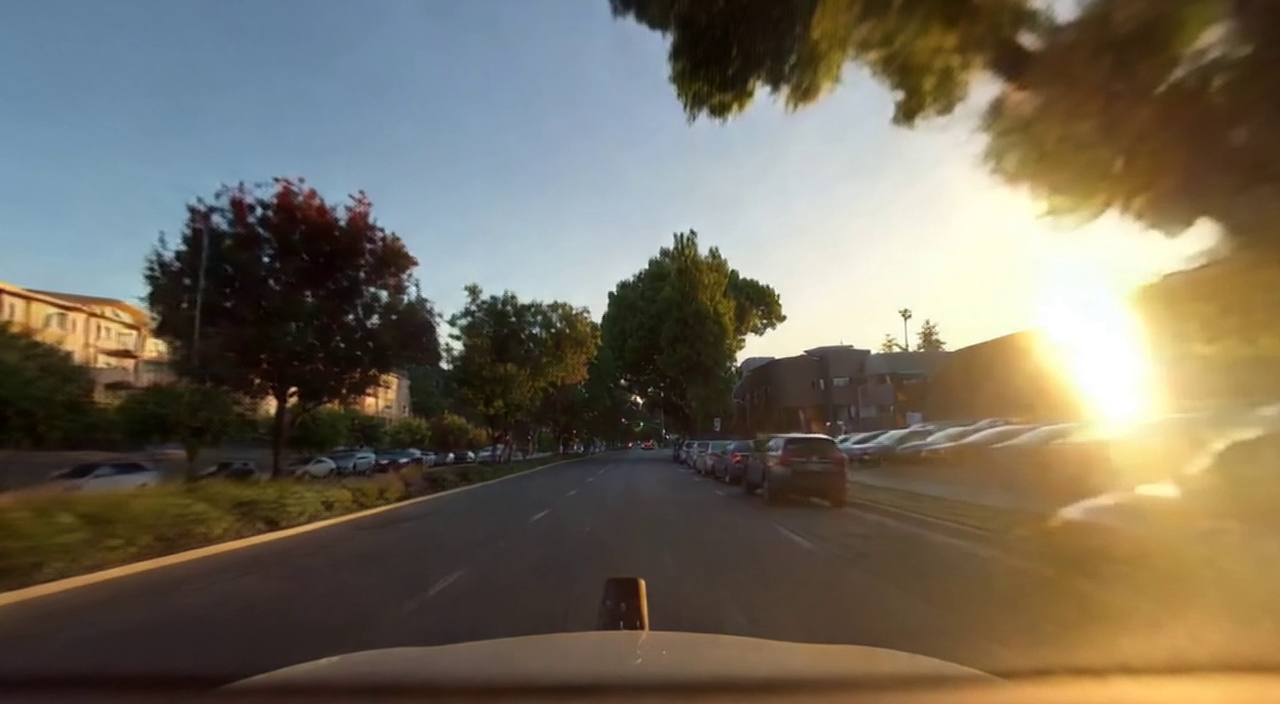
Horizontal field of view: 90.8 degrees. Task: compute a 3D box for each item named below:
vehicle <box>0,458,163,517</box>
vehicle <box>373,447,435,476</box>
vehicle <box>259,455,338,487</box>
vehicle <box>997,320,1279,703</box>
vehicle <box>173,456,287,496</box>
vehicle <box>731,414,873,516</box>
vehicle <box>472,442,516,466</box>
[{"bbox_3d":[-17.912,4.183,20.083,1.826,1.544,4.680,0,-8,0],"label":"vehicle"},{"bbox_3d":[-14.560,6.767,39.282,2.150,1.700,4.442,0,-8,0],"label":"vehicle"},{"bbox_3d":[-17.917,6.236,33.398,1.780,1.463,4.573,0,-8,-2],"label":"vehicle"},{"bbox_3d":[3.561,0.669,1.925,2.012,1.748,4.849,0,-8,-1],"label":"vehicle"},{"bbox_3d":[-17.872,5.397,27.865,1.932,1.510,4.685,0,-8,-1],"label":"vehicle"},{"bbox_3d":[3.397,2.463,14.217,1.935,1.920,4.397,0,-8,-1],"label":"vehicle"},{"bbox_3d":[-11.412,8.002,49.634,2.127,1.752,4.889,0,-8,2],"label":"vehicle"}]
